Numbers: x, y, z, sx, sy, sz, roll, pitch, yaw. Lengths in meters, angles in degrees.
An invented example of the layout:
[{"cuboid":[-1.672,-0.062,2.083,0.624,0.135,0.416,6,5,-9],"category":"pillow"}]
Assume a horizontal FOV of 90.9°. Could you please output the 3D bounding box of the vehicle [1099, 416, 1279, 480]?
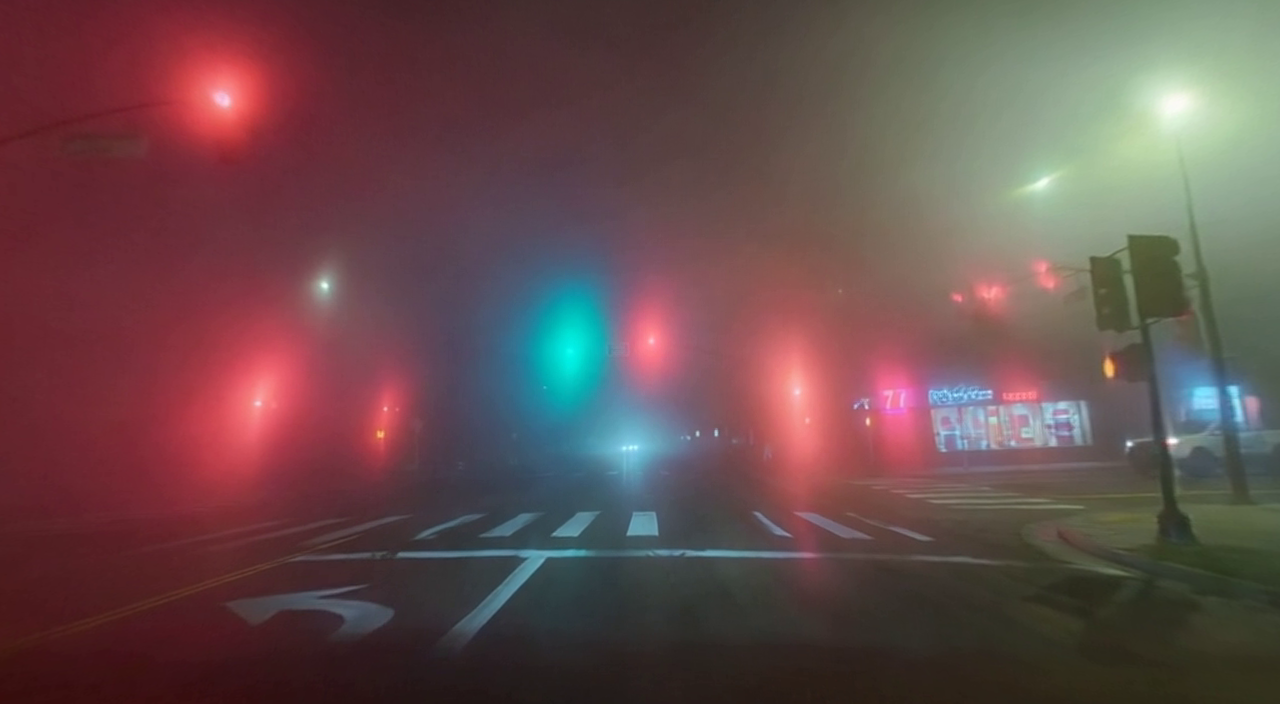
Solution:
[{"cuboid":[17.026,2.870,18.957,4.836,1.795,1.957,0,-8,0],"category":"vehicle"}]
